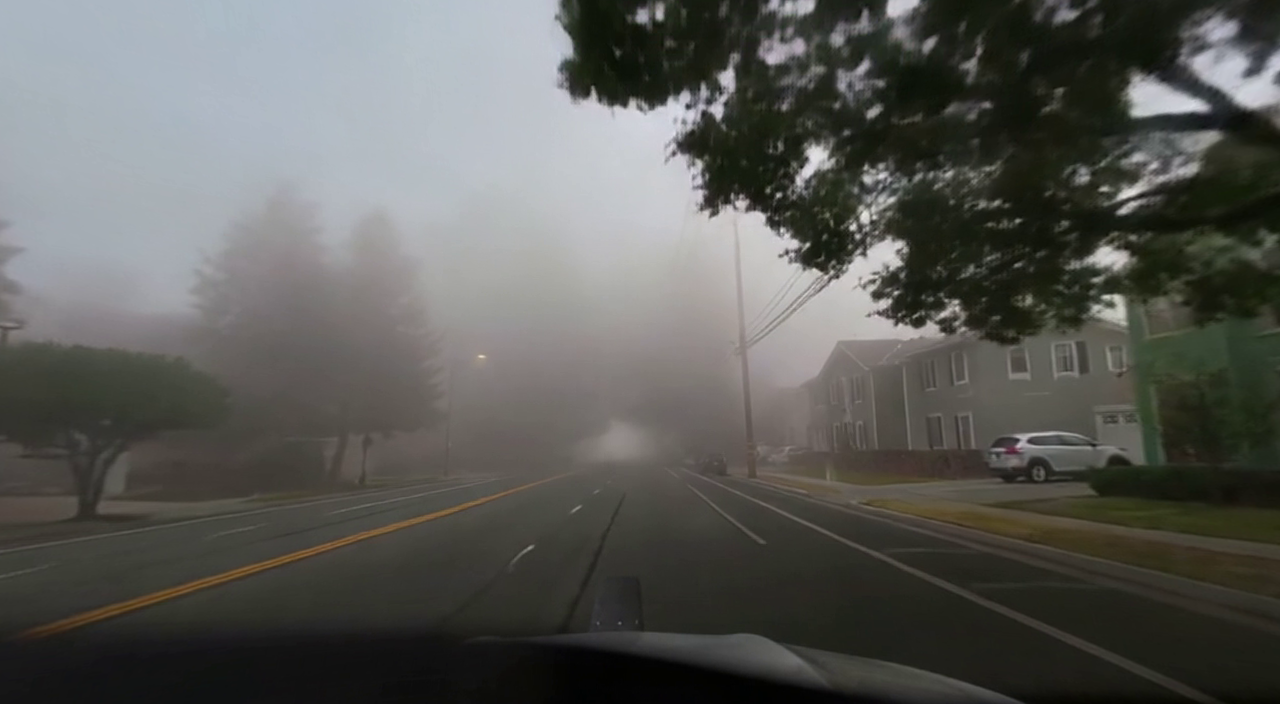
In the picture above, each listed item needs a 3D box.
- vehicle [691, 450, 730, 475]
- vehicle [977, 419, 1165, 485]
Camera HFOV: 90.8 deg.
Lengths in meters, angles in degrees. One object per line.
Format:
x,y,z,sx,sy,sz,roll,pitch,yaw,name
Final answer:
4.748,7.531,43.135,1.971,1.558,4.895,0,-10,-1,vehicle
14.010,3.237,20.754,4.682,1.956,2.001,-1,-6,-2,vehicle
